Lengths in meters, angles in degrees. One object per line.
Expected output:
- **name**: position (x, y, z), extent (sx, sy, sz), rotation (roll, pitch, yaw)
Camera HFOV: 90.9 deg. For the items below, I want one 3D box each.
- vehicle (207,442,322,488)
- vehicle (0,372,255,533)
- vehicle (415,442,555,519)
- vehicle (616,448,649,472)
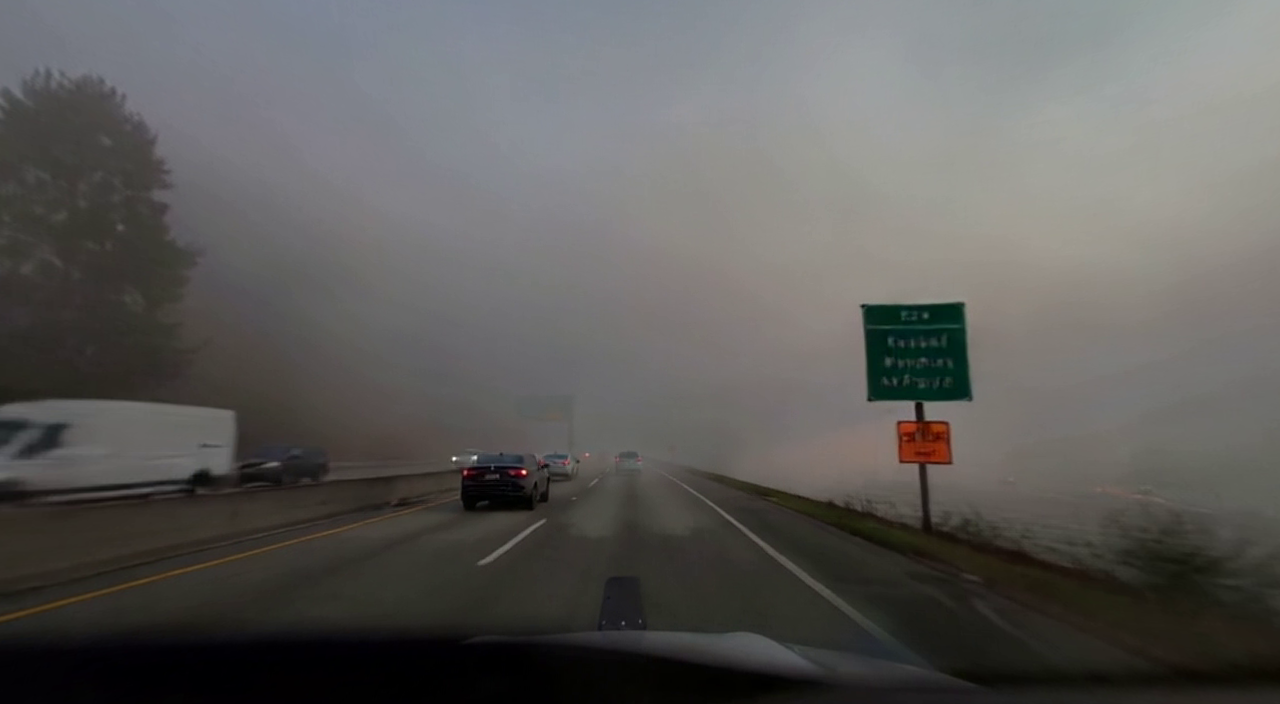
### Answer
- **vehicle**: position (-17.565, 5.272, 29.934), extent (2.117, 1.959, 5.557), rotation (0, -8, -1)
- **vehicle**: position (-13.450, 2.426, 15.490), extent (3.032, 2.987, 7.725), rotation (0, -8, 0)
- **vehicle**: position (-3.402, 2.906, 14.899), extent (2.067, 1.509, 4.551), rotation (0, -8, 1)
- **vehicle**: position (-0.489, 7.173, 42.030), extent (2.100, 1.471, 3.956), rotation (0, -8, -1)
